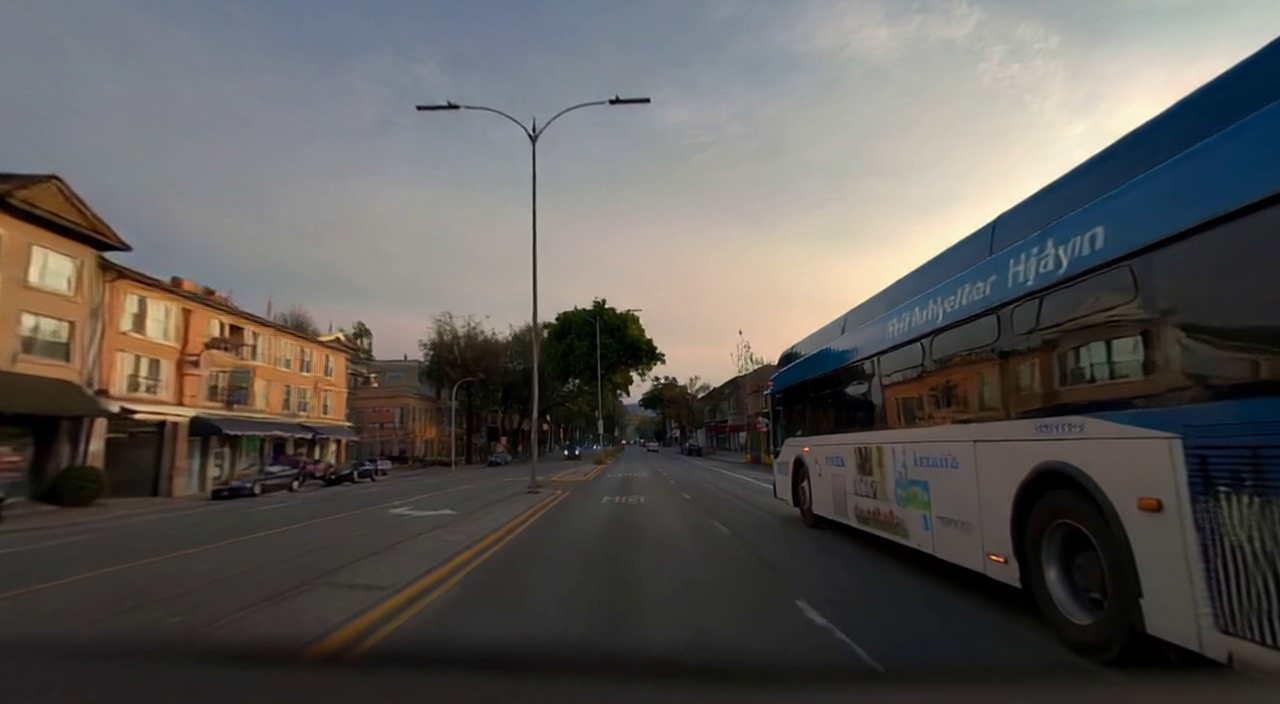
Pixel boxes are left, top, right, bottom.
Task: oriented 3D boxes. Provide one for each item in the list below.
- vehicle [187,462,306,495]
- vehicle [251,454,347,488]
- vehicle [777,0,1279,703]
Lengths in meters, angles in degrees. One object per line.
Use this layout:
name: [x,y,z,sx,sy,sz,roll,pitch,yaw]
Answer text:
vehicle: [-19.172,6.180,30.914,4.522,1.469,1.840,0,-8,-3]
vehicle: [-19.456,6.791,36.182,4.325,1.777,1.948,0,-8,-1]
vehicle: [4.285,0.396,5.109,3.194,3.345,12.428,-1,-8,-2]
